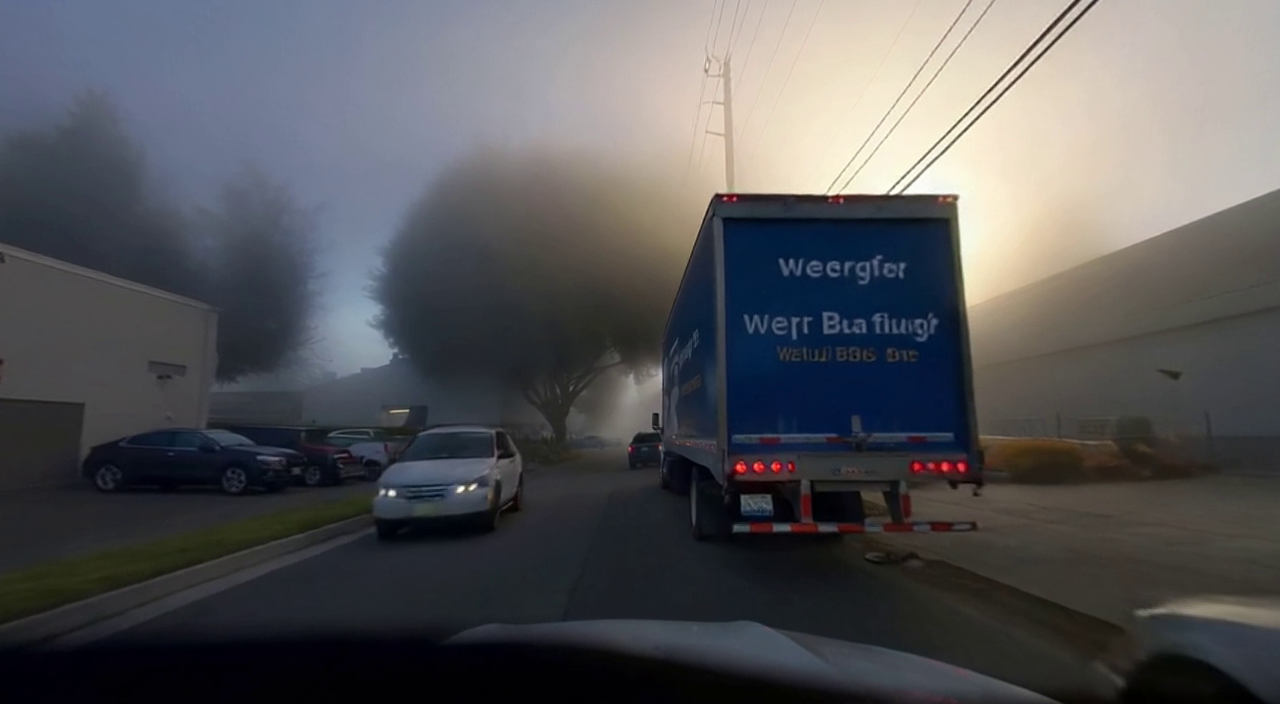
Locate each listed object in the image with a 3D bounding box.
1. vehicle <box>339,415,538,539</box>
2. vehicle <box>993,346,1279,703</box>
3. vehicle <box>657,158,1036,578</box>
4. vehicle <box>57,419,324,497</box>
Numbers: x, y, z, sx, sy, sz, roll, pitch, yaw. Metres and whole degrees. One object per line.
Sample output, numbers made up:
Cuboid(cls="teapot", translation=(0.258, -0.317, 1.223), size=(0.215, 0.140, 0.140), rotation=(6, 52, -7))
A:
Cuboid(cls="vehicle", translation=(-2.779, 1.797, 9.718), size=(1.780, 1.488, 4.043), rotation=(0, -8, -1))
Cuboid(cls="vehicle", translation=(2.442, 0.658, 0.737), size=(1.866, 1.531, 3.579), rotation=(0, -8, -2))
Cuboid(cls="vehicle", translation=(2.137, 1.058, 13.325), size=(2.865, 4.113, 14.471), rotation=(0, -8, -1))
Cuboid(cls="vehicle", translation=(-9.106, 2.176, 13.129), size=(4.015, 1.461, 1.903), rotation=(1, -8, -5))
